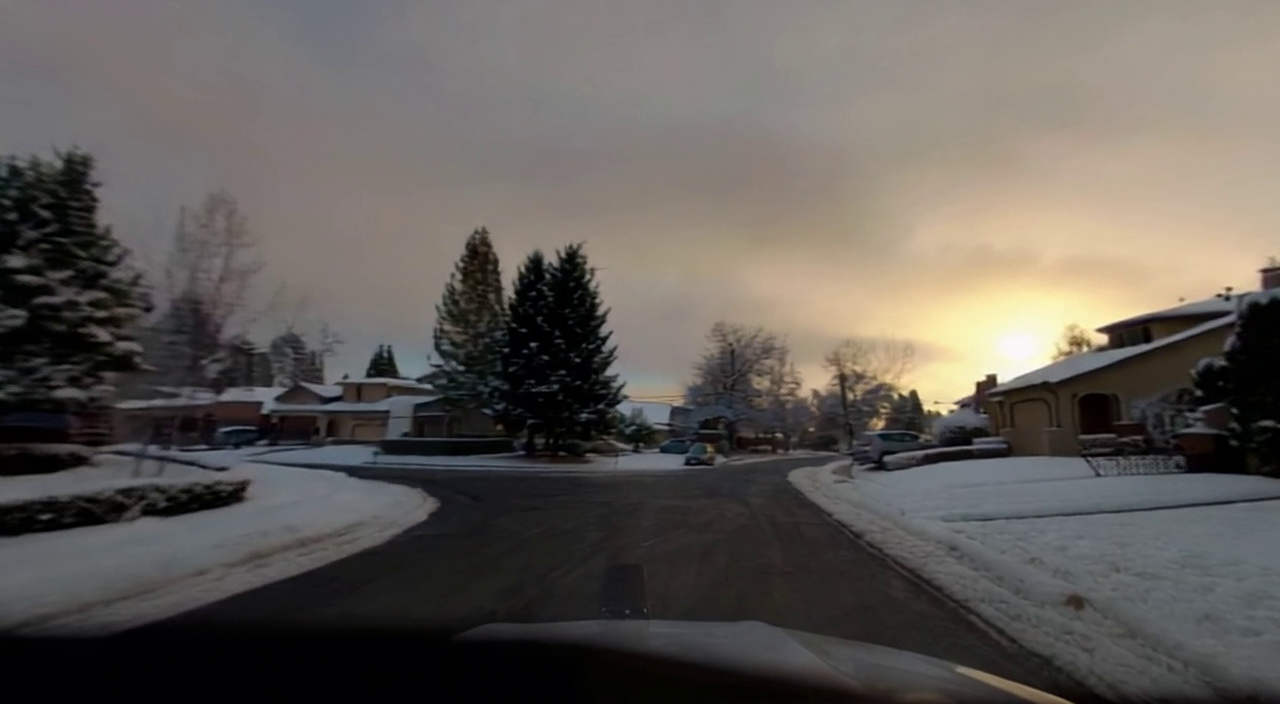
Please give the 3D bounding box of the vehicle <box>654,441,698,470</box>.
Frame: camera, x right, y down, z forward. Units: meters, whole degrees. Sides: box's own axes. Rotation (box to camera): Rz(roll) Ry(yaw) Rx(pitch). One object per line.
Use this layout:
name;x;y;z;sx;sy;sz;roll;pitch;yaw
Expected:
vehicle;2.547;7.127;43.519;2.180;1.752;4.700;-5;-9;12

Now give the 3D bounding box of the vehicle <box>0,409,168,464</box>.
vehicle;-18.429;2.764;20.252;1.791;1.517;5.089;-5;-9;15
